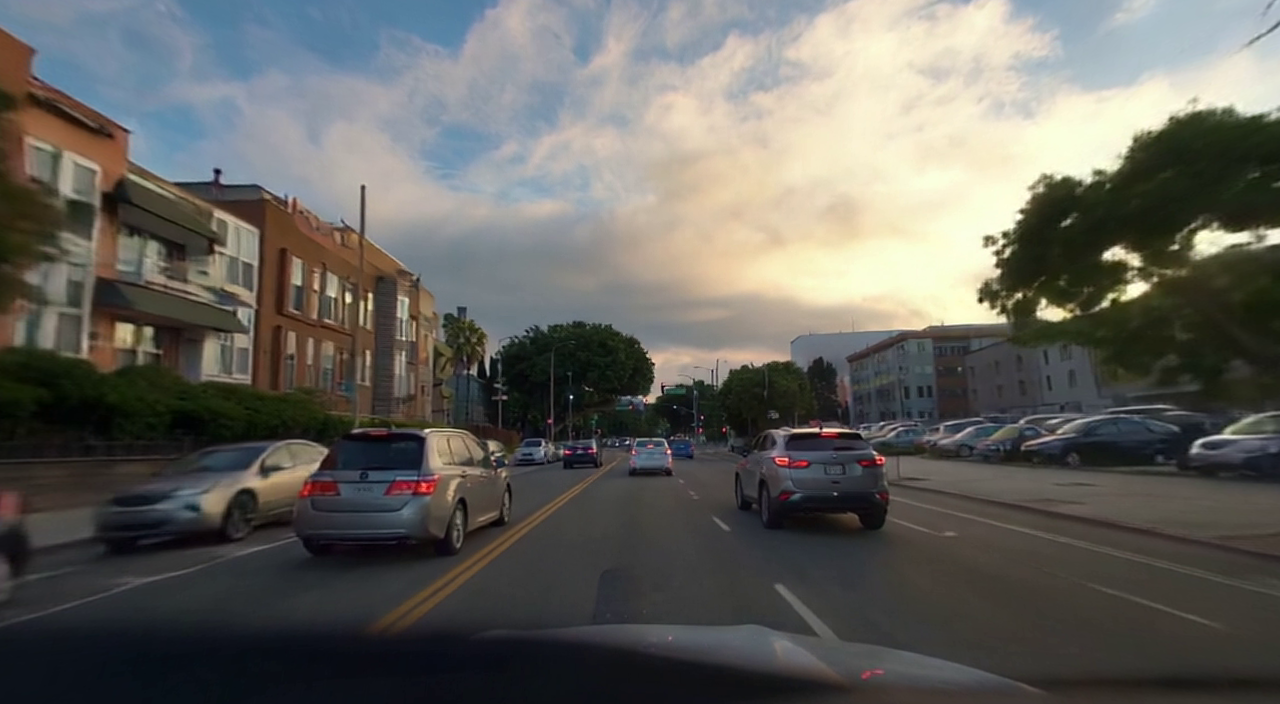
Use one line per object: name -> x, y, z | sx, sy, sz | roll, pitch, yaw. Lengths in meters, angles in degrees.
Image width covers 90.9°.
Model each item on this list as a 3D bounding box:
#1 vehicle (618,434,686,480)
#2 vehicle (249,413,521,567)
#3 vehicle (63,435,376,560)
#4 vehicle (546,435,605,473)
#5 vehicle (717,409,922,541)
vehicle -> 0.373, 3.657, 22.236 | 2.139, 1.466, 4.373 | 0, -8, 0
vehicle -> -3.093, 1.760, 8.755 | 2.085, 1.619, 3.976 | 0, -8, 0
vehicle -> -5.891, 2.040, 9.628 | 1.797, 1.462, 4.218 | 0, -8, 1
vehicle -> -2.697, 4.405, 27.447 | 2.019, 1.507, 4.643 | 0, -8, 1
vehicle -> 2.618, 1.928, 10.496 | 2.094, 1.709, 4.394 | 0, -8, 0
